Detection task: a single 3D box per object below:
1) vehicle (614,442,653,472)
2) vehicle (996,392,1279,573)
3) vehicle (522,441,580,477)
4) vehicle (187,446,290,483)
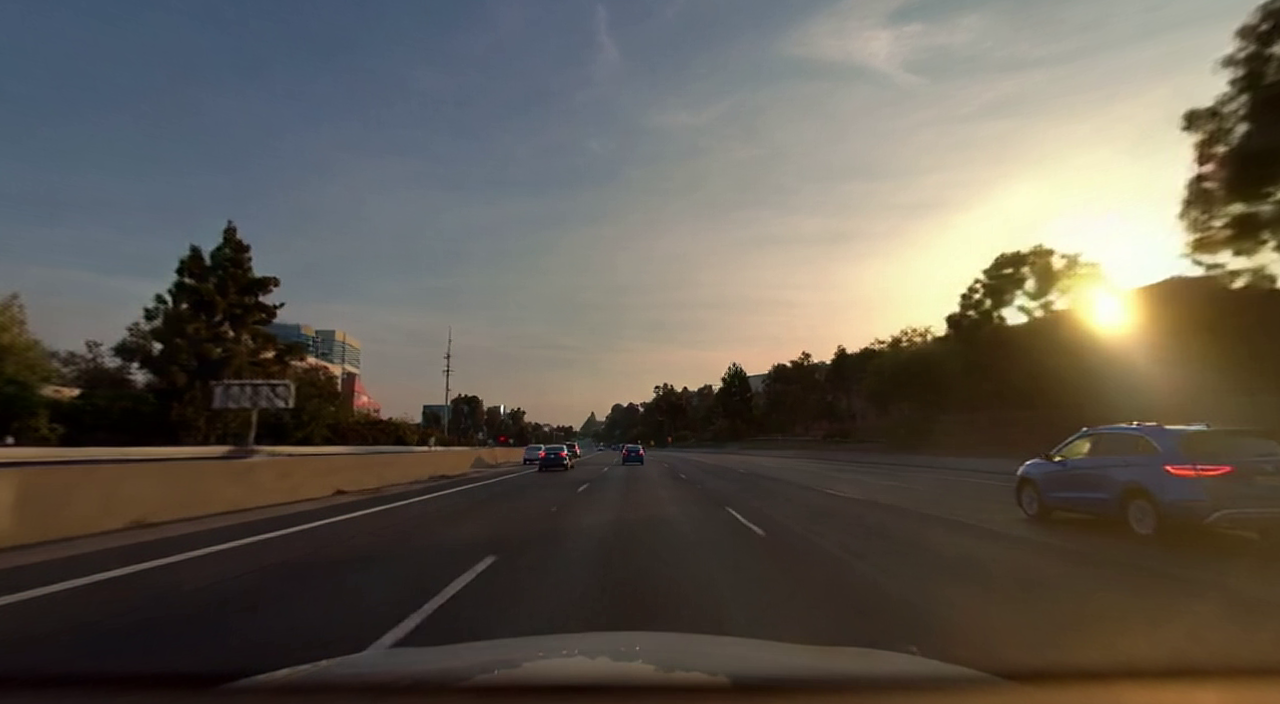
[{"bbox_3d":[-0.371,5.729,34.688,1.997,1.485,4.094,0,-8,-1],"label":"vehicle"},{"bbox_3d":[7.357,1.655,8.726,2.028,1.801,4.741,0,-8,-1],"label":"vehicle"},{"bbox_3d":[-3.861,4.715,28.066,1.886,1.465,4.625,0,-8,0],"label":"vehicle"},{"bbox_3d":[-20.688,5.795,32.887,2.123,1.759,4.920,0,-8,0],"label":"vehicle"}]
